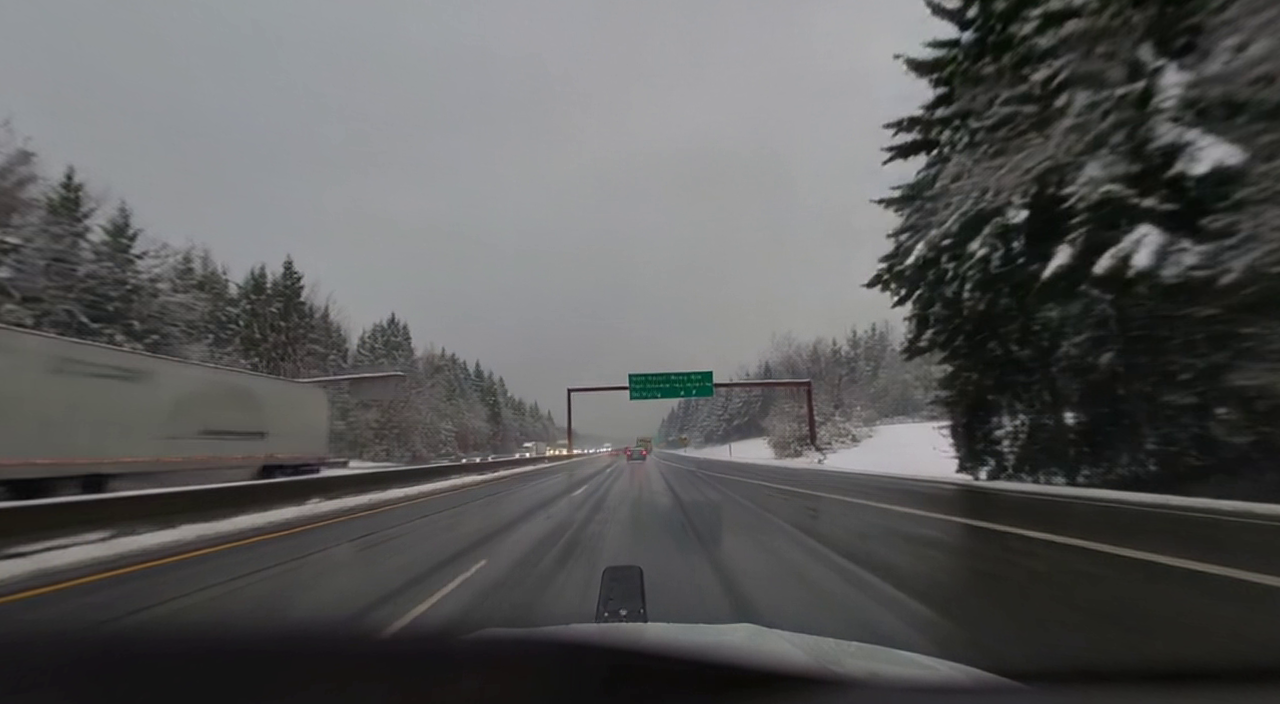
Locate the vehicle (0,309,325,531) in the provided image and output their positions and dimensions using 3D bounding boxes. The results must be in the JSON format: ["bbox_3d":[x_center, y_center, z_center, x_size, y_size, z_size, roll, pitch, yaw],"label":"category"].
[{"bbox_3d":[-12.714,1.785,14.899,2.883,3.879,14.701,0,-9,0],"label":"vehicle"}]

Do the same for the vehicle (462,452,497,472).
[{"bbox_3d":[-12.303,8.461,48.504,1.764,1.417,3.582,0,-9,0],"label":"vehicle"}]

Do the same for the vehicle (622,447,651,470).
[{"bbox_3d":[-0.180,7.121,42.329,1.860,1.473,3.689,0,-9,1],"label":"vehicle"}]
